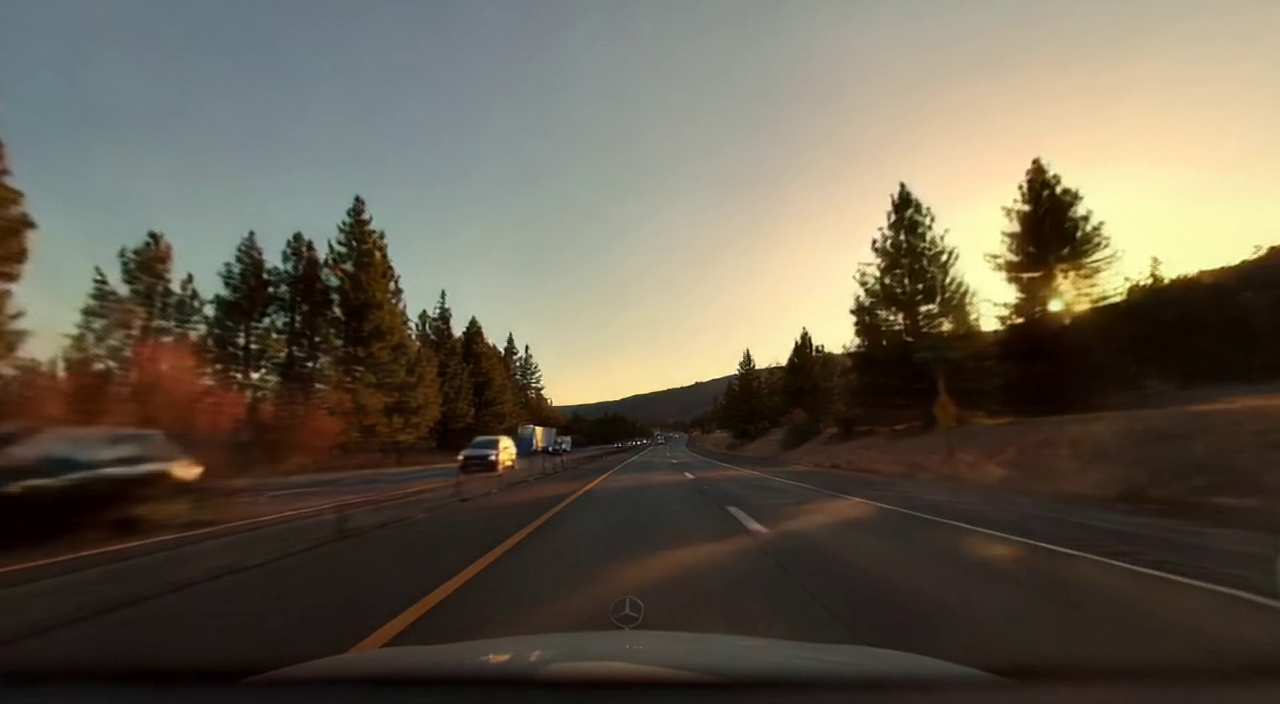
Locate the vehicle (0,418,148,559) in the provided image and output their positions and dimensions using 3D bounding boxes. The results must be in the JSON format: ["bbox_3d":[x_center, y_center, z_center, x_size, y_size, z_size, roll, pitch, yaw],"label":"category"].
[{"bbox_3d":[-8.966,1.671,7.648,2.081,1.720,4.709,-1,-8,2],"label":"vehicle"}]

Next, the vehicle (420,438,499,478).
[{"bbox_3d":[-8.575,5.071,30.490,2.287,1.721,4.651,-1,-8,2],"label":"vehicle"}]
